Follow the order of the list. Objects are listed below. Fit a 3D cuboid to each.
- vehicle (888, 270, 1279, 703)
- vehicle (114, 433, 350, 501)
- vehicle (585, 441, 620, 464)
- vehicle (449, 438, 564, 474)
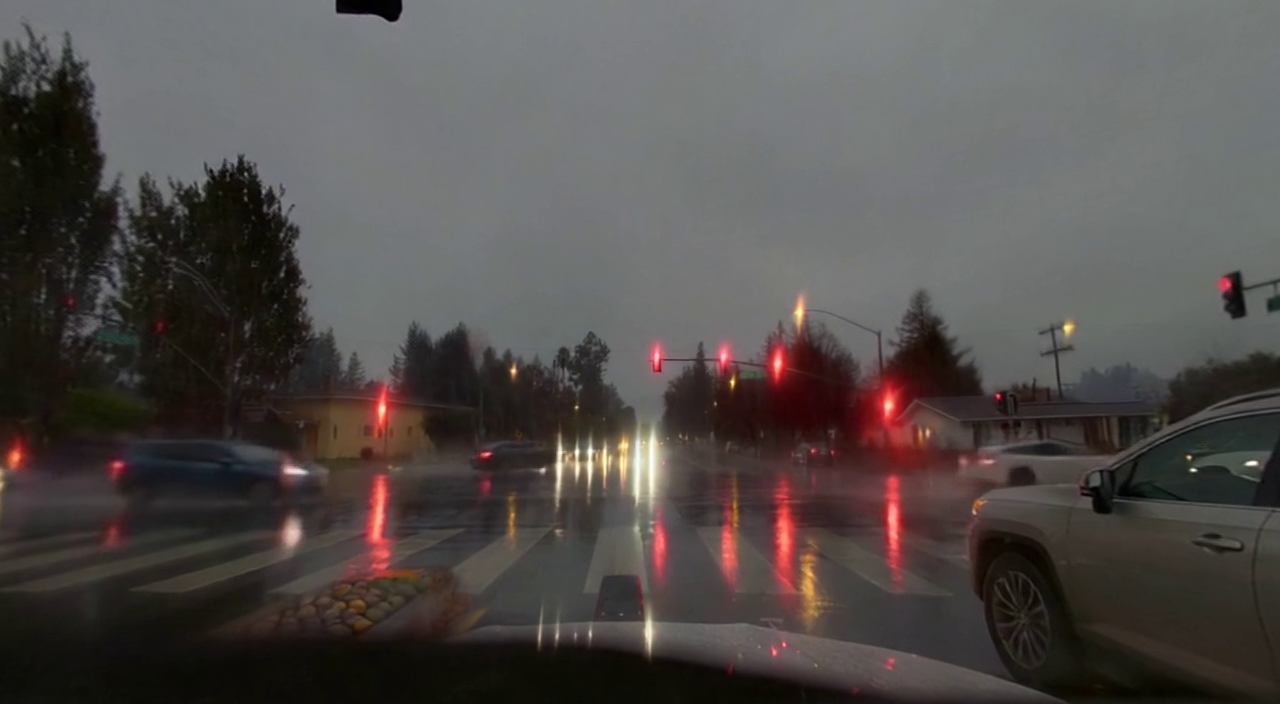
[{"bbox_3d":[2.705,0.713,1.732,2.085,1.800,4.908,0,-9,1],"label":"vehicle"},{"bbox_3d":[-10.293,2.925,16.237,4.680,1.620,1.943,0,-9,0],"label":"vehicle"},{"bbox_3d":[-2.440,6.705,42.287,2.046,1.491,4.118,0,-9,1],"label":"vehicle"},{"bbox_3d":[-6.014,4.673,28.592,4.689,1.490,1.920,5,-10,-31],"label":"vehicle"}]
